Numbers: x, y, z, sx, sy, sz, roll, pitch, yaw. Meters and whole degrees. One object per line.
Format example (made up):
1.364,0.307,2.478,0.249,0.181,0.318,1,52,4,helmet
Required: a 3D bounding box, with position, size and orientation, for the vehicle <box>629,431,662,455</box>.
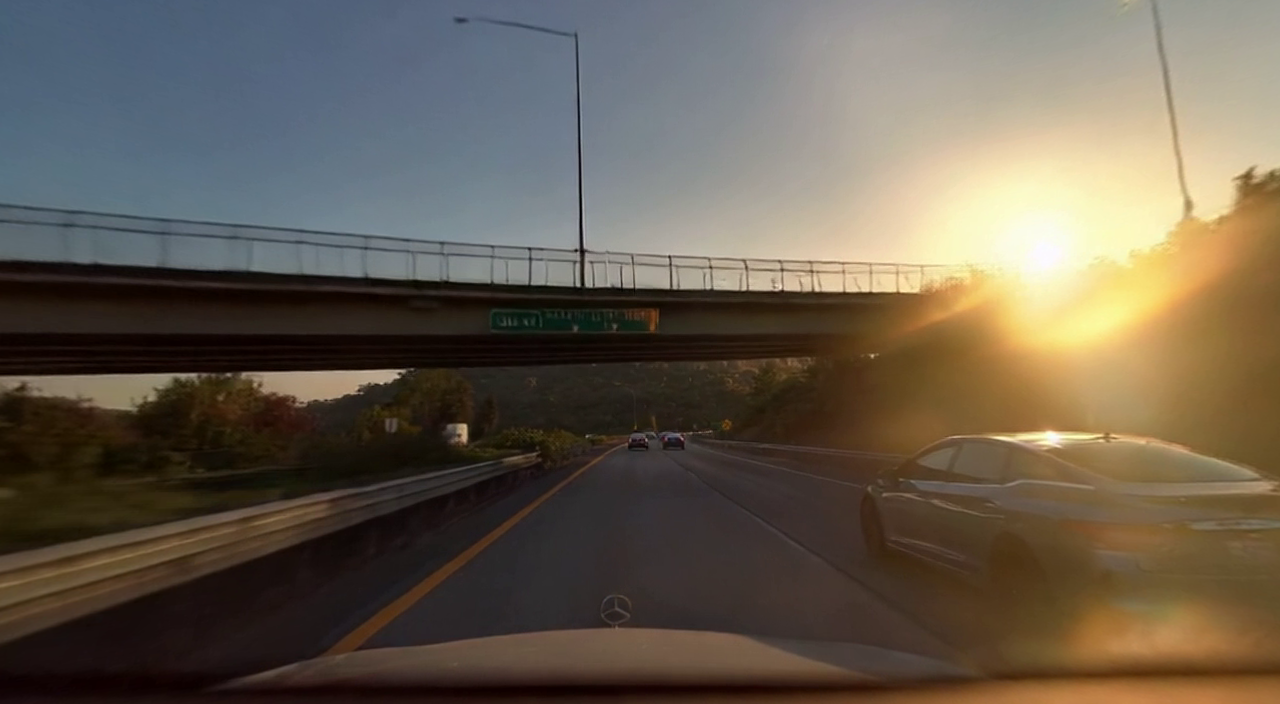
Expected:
0.322,6.068,42.084,1.981,1.490,3.449,0,-8,-2,vehicle
